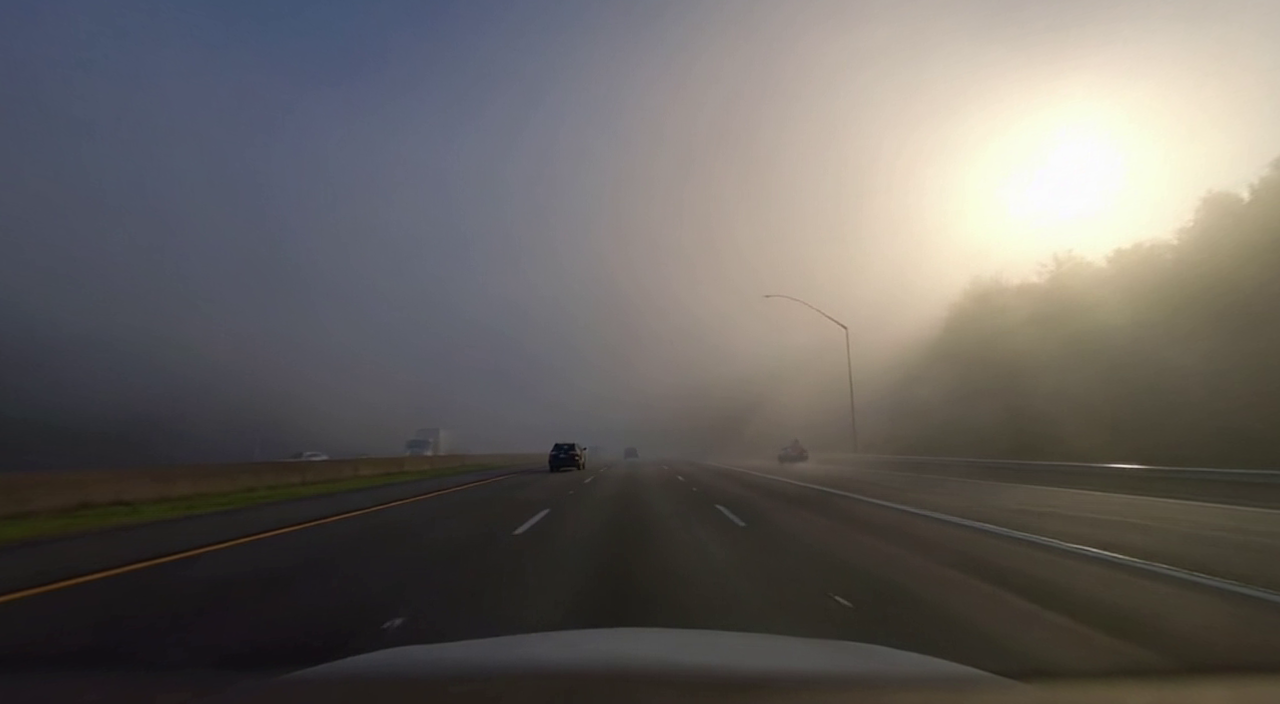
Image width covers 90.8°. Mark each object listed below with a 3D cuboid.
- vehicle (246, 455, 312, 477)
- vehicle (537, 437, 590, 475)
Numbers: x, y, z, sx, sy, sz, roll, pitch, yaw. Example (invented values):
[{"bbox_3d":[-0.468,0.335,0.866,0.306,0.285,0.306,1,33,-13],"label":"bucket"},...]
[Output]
[{"bbox_3d":[-26.390,8.342,46.377,1.914,1.493,4.841,0,-9,1],"label":"vehicle"},{"bbox_3d":[-3.799,5.246,32.104,2.114,1.774,4.427,0,-9,0],"label":"vehicle"}]
